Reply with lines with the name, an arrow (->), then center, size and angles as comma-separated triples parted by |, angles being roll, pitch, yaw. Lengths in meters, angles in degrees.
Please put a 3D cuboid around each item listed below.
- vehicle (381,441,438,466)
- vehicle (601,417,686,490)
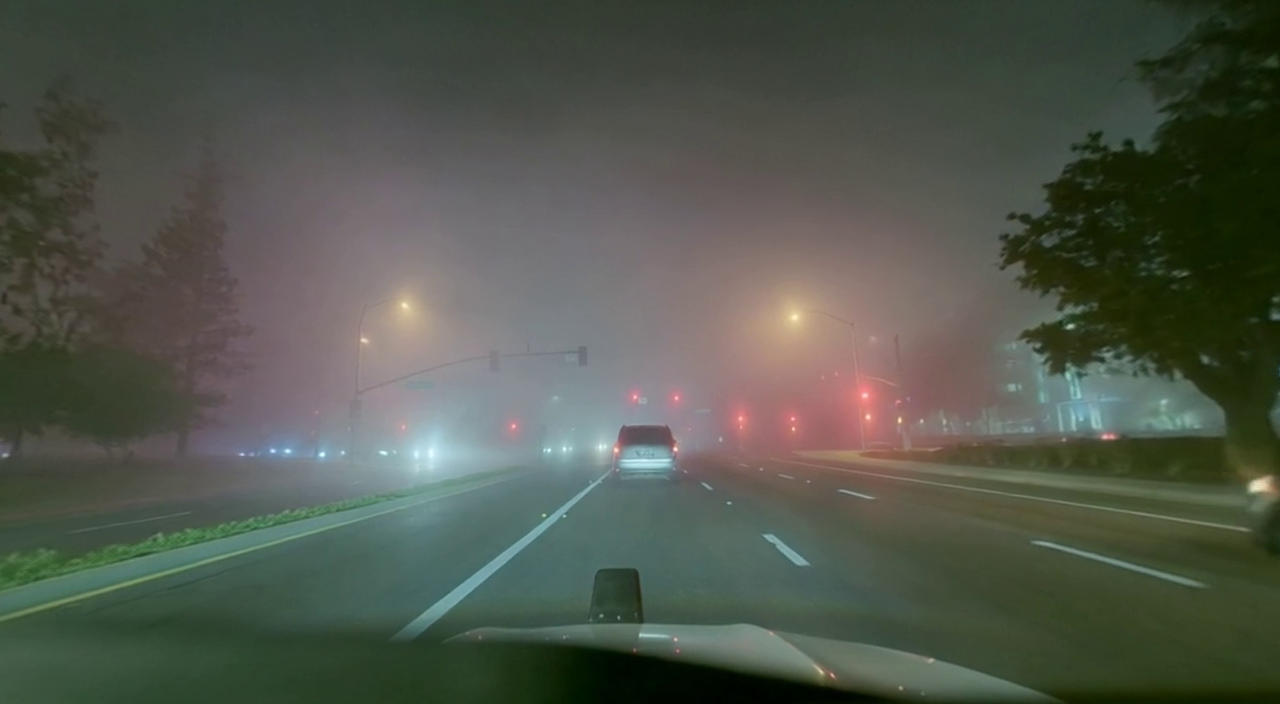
vehicle -> -15.830, 6.933, 43.299 | 2.209, 1.627, 4.582 | 7, -11, -39
vehicle -> 0.106, 3.052, 19.201 | 2.267, 1.926, 4.708 | 0, -9, 0
